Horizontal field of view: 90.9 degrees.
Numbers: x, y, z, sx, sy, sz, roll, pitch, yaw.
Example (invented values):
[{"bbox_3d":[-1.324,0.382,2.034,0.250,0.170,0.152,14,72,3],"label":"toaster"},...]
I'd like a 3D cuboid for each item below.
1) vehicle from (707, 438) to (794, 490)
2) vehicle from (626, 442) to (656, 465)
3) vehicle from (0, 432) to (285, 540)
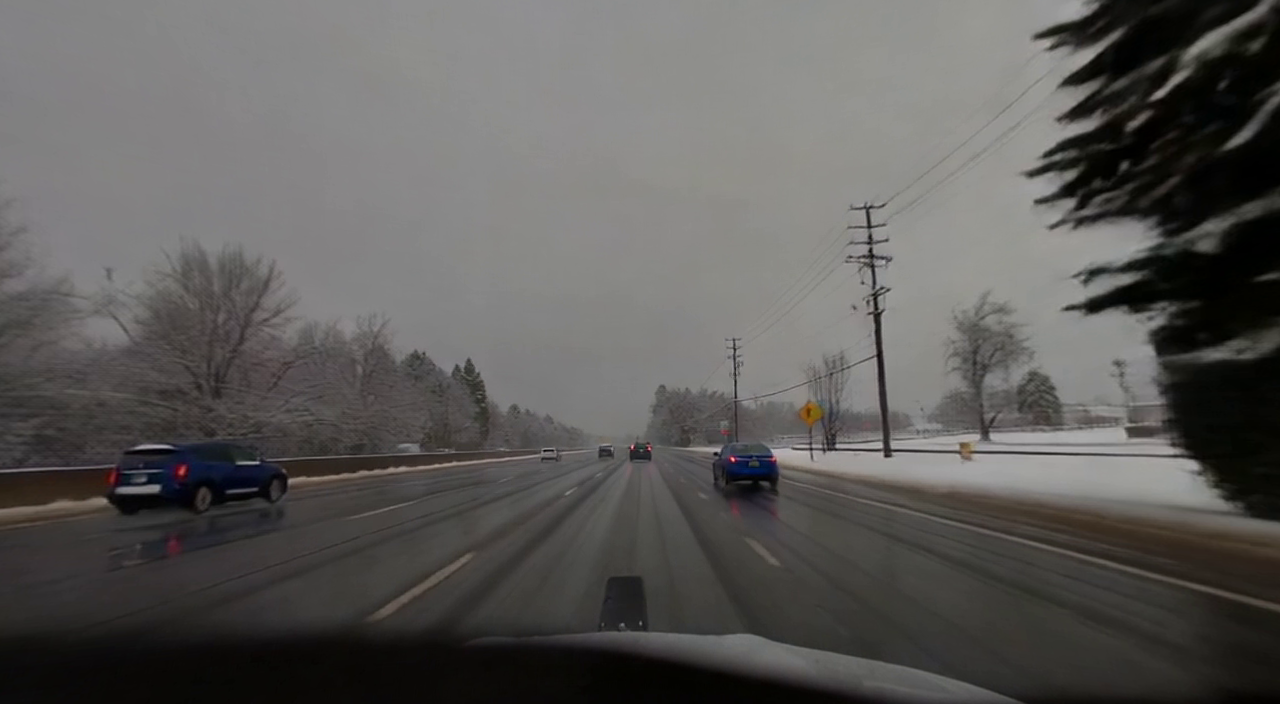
[{"bbox_3d":[3.522,3.675,21.008,2.060,1.526,4.387,0,-8,-1],"label":"vehicle"},{"bbox_3d":[0.105,7.123,44.458,2.036,1.474,3.969,0,-8,1],"label":"vehicle"},{"bbox_3d":[-10.361,2.765,13.836,2.241,1.810,4.966,-3,-8,1],"label":"vehicle"}]
